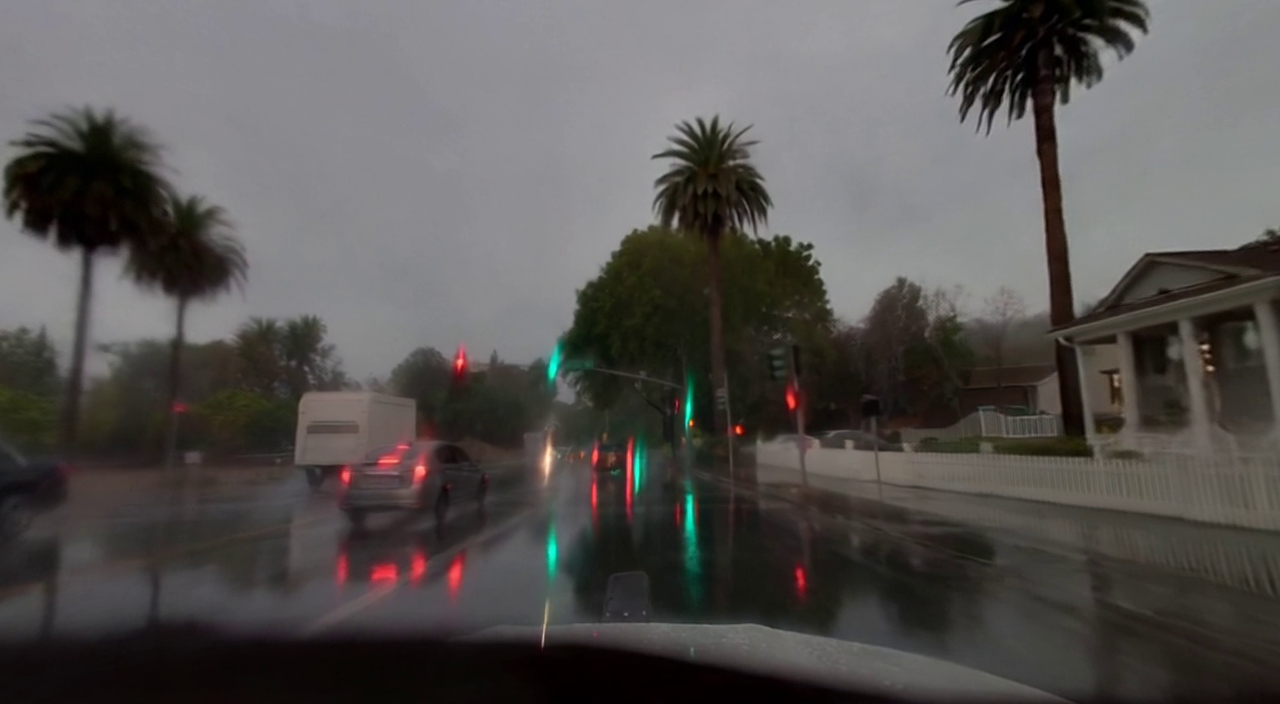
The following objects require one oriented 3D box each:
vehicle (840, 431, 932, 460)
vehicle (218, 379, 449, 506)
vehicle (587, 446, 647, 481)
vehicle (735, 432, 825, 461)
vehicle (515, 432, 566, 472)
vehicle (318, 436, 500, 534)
[{"bbox_3d":[14.316,5.437,36.752,4.615,1.555,2.021,2,-9,-15],"label":"vehicle"},{"bbox_3d":[-7.628,2.434,16.985,2.821,2.701,6.721,-1,-9,0],"label":"vehicle"},{"bbox_3d":[-0.934,4.265,24.380,2.131,1.222,3.868,0,-9,-3],"label":"vehicle"},{"bbox_3d":[8.410,5.669,37.886,4.742,1.690,2.218,2,-9,-18],"label":"vehicle"},{"bbox_3d":[-5.087,5.170,32.784,2.032,1.852,4.571,-1,-8,-2],"label":"vehicle"},{"bbox_3d":[-3.965,2.336,11.705,1.709,1.425,4.337,-1,-9,1],"label":"vehicle"}]
